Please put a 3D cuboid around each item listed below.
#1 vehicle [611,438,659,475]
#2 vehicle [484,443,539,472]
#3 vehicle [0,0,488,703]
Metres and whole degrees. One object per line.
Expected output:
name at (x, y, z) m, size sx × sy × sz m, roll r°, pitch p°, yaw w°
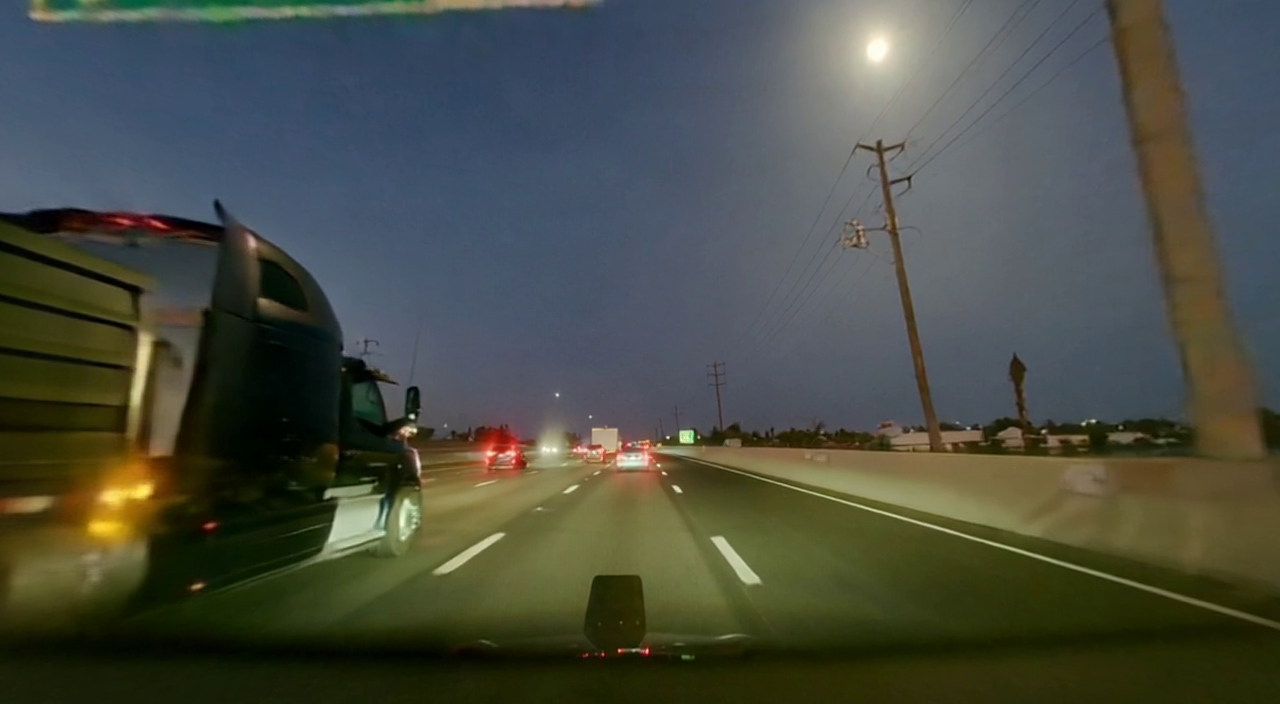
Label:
vehicle at (-0.212, 5.032, 30.481) m, size 2.178 × 1.640 × 4.071 m, roll 0°, pitch -9°, yaw 0°
vehicle at (-7.095, 5.852, 35.185) m, size 2.025 × 1.510 × 4.582 m, roll 0°, pitch -8°, yaw 1°
vehicle at (-3.570, 0.299, 3.495) m, size 3.023 × 3.246 × 9.102 m, roll 0°, pitch -8°, yaw 1°
